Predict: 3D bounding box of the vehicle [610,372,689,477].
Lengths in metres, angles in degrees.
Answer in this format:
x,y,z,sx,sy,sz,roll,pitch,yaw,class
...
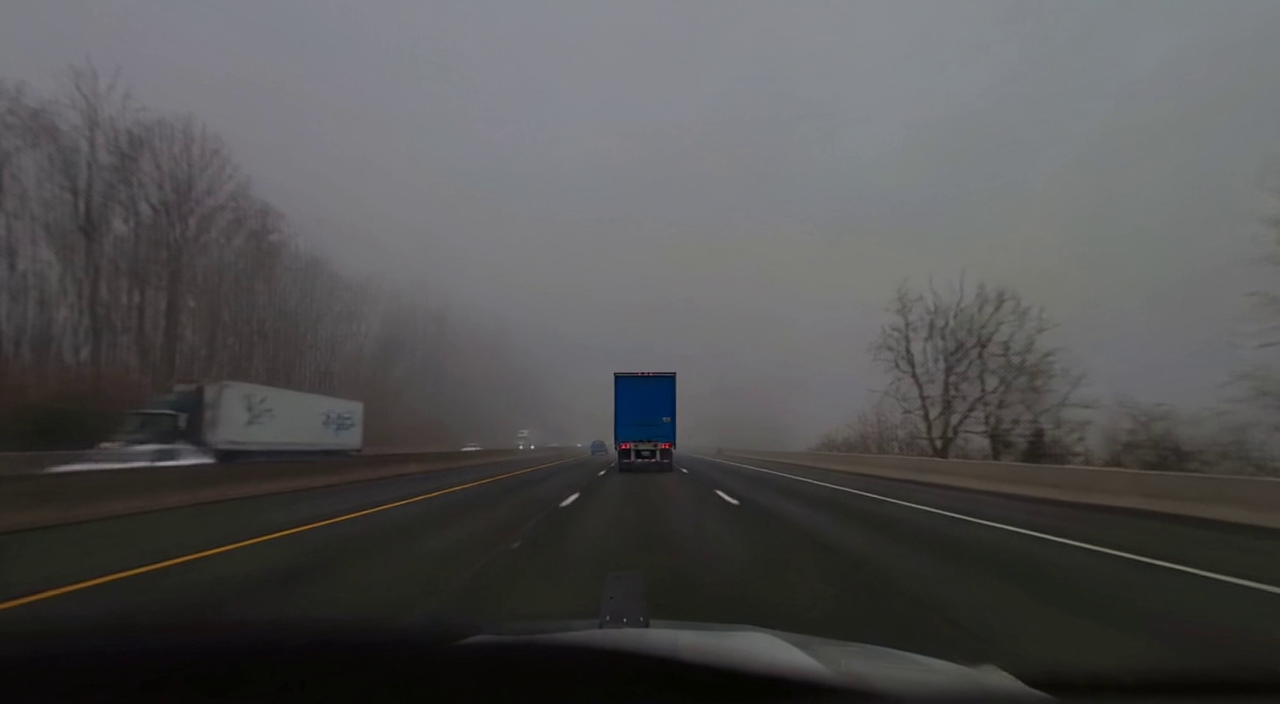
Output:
x,y,z,sx,sy,sz,roll,pitch,yaw,class
0.363,3.535,29.333,3.010,4.039,10.481,0,-8,0,vehicle

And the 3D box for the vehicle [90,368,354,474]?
x,y,z,sx,sy,sz,roll,pitch,yaw,class
-21.049,4.074,34.294,2.994,4.401,16.665,0,-9,0,vehicle

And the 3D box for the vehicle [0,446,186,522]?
x,y,z,sx,sy,sz,roll,pitch,yaw,class
-12.671,2.879,14.243,1.811,1.445,3.854,0,-8,0,vehicle
